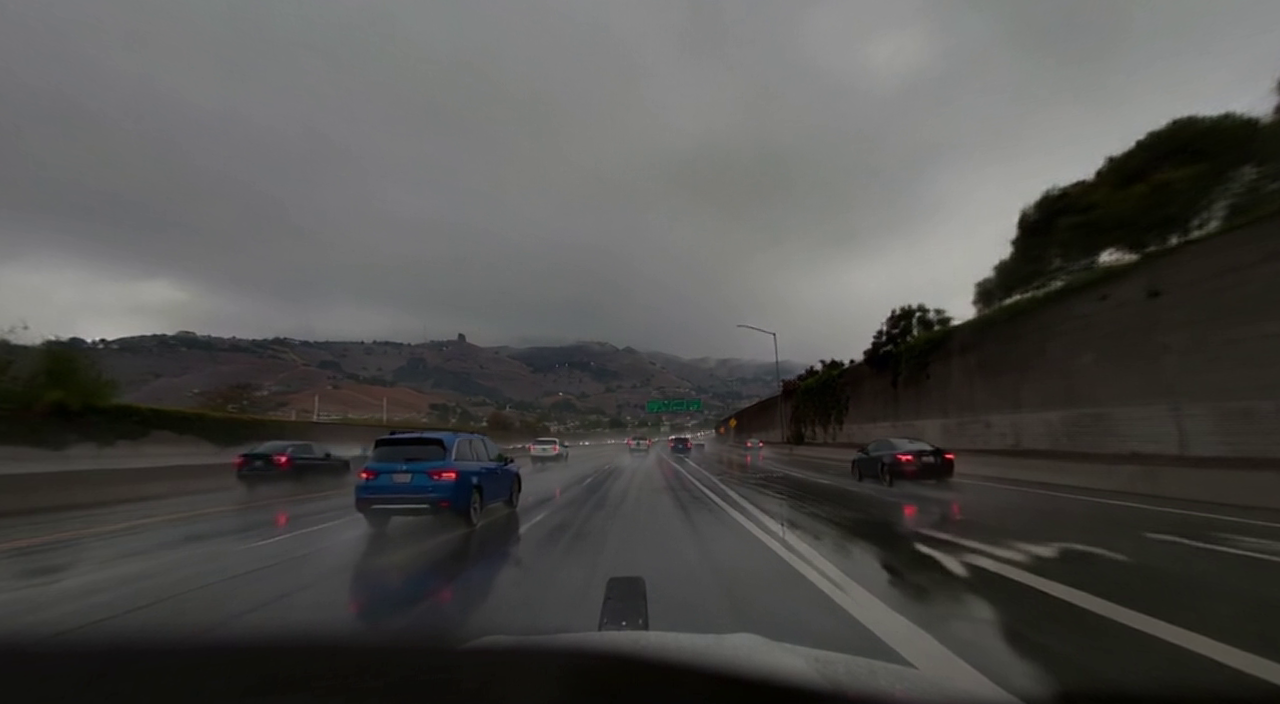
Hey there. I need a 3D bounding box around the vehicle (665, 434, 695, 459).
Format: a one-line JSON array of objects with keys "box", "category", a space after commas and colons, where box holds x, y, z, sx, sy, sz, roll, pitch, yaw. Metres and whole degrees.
[{"box": [3.169, 7.434, 49.519, 2.172, 1.824, 5.031, -1, -8, 5], "category": "vehicle"}]

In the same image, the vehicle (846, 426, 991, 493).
[{"box": [7.691, 3.025, 18.051, 2.122, 1.646, 4.491, 0, -8, 1], "category": "vehicle"}]

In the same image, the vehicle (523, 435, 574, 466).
[{"box": [-5.346, 5.810, 37.304, 2.076, 1.730, 4.537, -1, -8, 3], "category": "vehicle"}]

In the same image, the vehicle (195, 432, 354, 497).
[{"box": [-11.281, 3.480, 19.972, 2.091, 1.774, 4.754, 0, -8, 1], "category": "vehicle"}]

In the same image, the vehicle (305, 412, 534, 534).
[{"box": [-3.617, 2.122, 11.696, 2.210, 1.730, 5.133, -1, -8, 2], "category": "vehicle"}]
